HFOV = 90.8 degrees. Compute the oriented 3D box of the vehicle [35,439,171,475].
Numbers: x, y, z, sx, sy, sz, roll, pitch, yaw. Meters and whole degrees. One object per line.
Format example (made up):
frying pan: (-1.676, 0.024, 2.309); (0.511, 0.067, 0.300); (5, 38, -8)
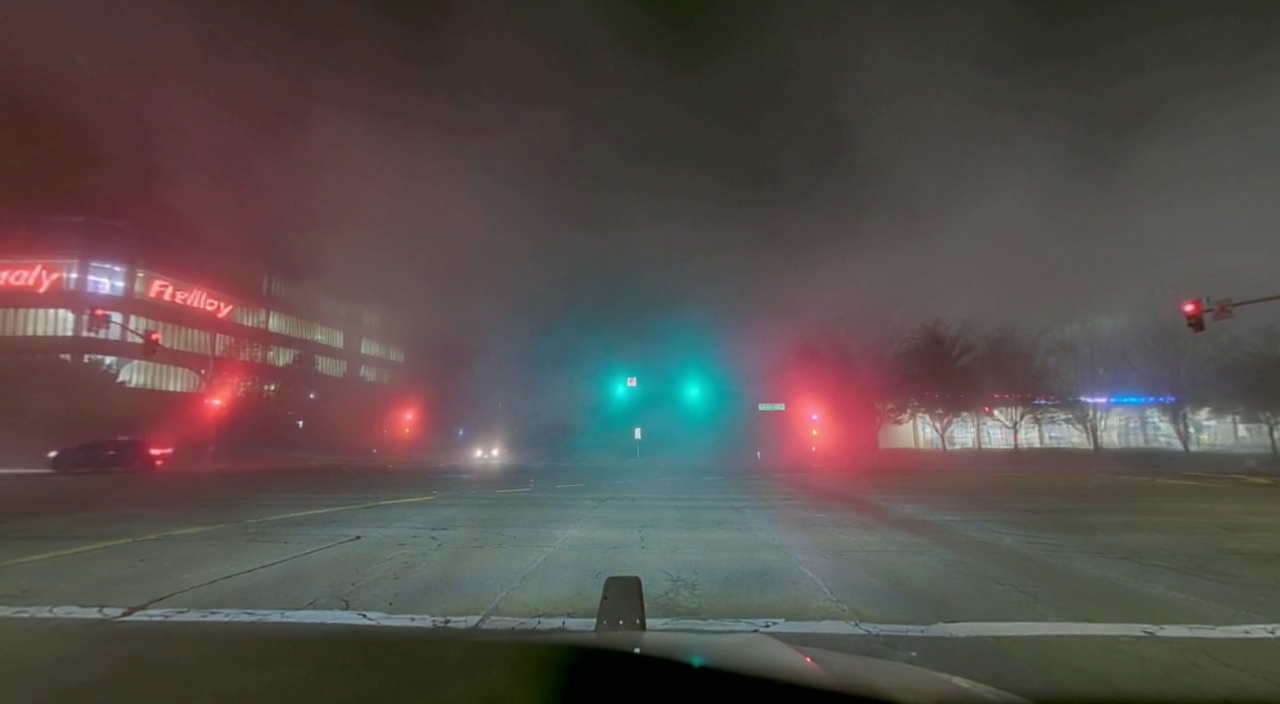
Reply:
vehicle: (-26.491, 5.196, 31.337); (4.639, 1.699, 2.030); (1, -9, -8)
